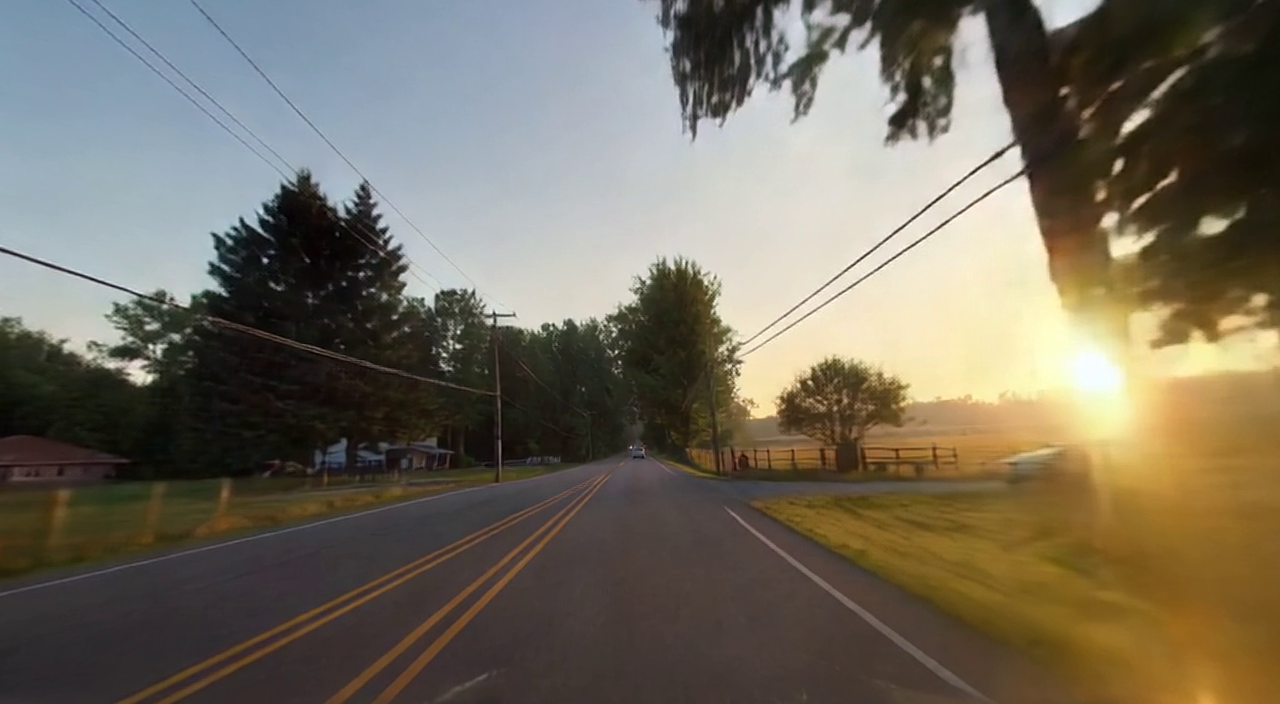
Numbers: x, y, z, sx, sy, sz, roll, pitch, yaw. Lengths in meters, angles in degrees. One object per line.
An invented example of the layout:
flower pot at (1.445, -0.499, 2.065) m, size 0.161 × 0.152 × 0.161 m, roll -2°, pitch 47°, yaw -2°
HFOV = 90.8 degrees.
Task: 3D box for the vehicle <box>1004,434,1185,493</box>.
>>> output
vehicle at (14.833, 3.630, 20.820) m, size 4.400 × 1.462 × 1.884 m, roll -5°, pitch -7°, yaw 1°
